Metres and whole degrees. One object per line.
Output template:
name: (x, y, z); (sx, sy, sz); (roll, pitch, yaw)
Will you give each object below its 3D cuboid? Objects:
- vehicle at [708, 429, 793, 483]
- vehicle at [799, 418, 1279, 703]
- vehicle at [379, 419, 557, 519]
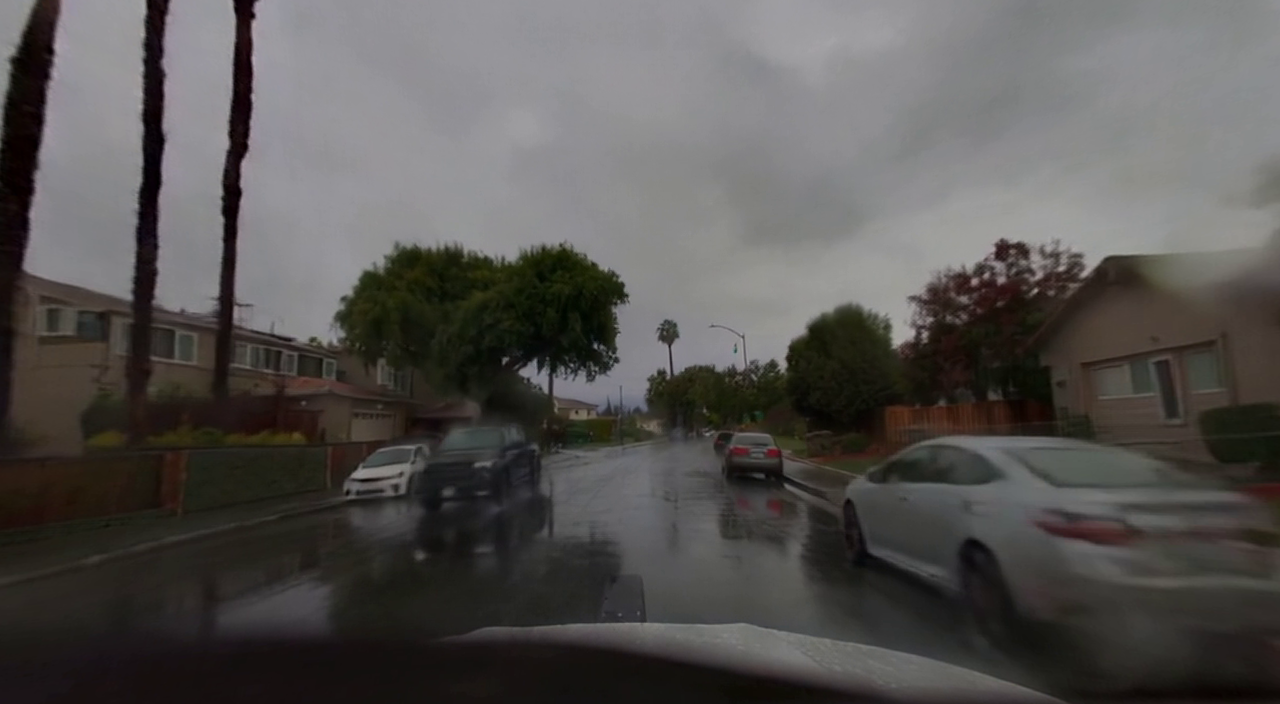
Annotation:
vehicle: (3.405, 3.285, 20.185); (2.045, 1.519, 4.231); (-1, -8, 2)
vehicle: (2.925, 1.358, 5.220); (1.942, 1.465, 4.123); (0, -8, -3)
vehicle: (-3.463, 2.473, 13.907); (2.305, 1.781, 4.834); (-1, -8, 4)
